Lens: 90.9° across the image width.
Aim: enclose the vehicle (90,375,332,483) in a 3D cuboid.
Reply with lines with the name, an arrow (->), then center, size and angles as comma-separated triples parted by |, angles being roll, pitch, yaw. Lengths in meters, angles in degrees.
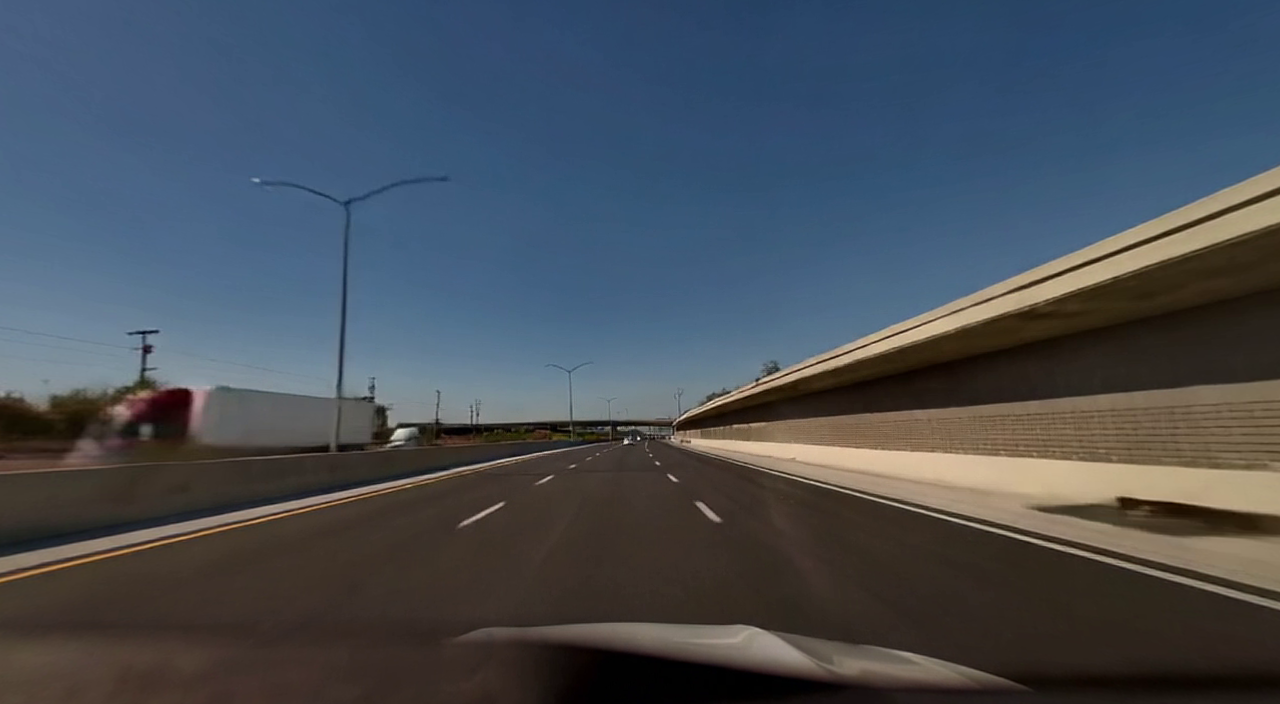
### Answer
vehicle -> -18.414, 3.573, 28.733 | 3.006, 3.914, 11.500 | 0, -8, -1
